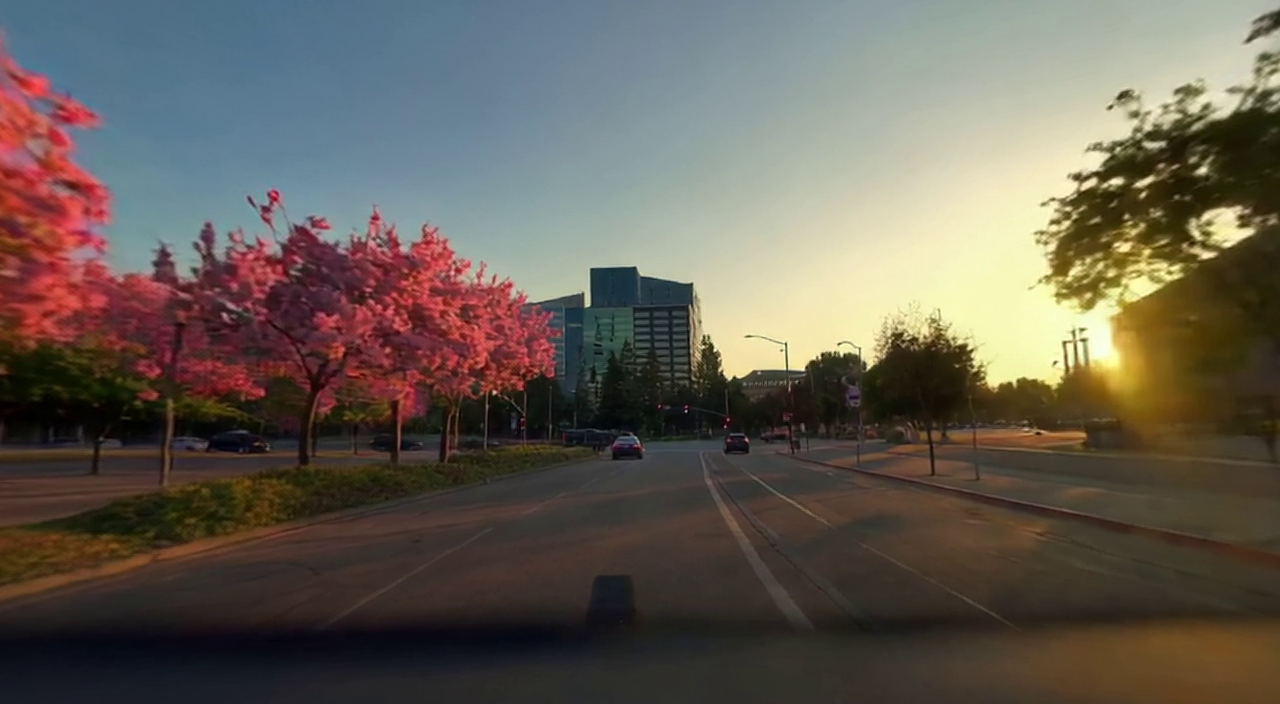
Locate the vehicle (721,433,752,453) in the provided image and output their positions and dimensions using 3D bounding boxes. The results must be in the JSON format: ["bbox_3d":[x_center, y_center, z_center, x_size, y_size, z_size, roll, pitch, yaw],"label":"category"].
[{"bbox_3d":[7.577,7.175,49.865,2.007,1.466,4.291,-1,-8,4],"label":"vehicle"}]

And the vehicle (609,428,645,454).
[{"bbox_3d":[-0.864,6.256,44.206,1.995,1.703,4.367,-1,-8,5],"label":"vehicle"}]
